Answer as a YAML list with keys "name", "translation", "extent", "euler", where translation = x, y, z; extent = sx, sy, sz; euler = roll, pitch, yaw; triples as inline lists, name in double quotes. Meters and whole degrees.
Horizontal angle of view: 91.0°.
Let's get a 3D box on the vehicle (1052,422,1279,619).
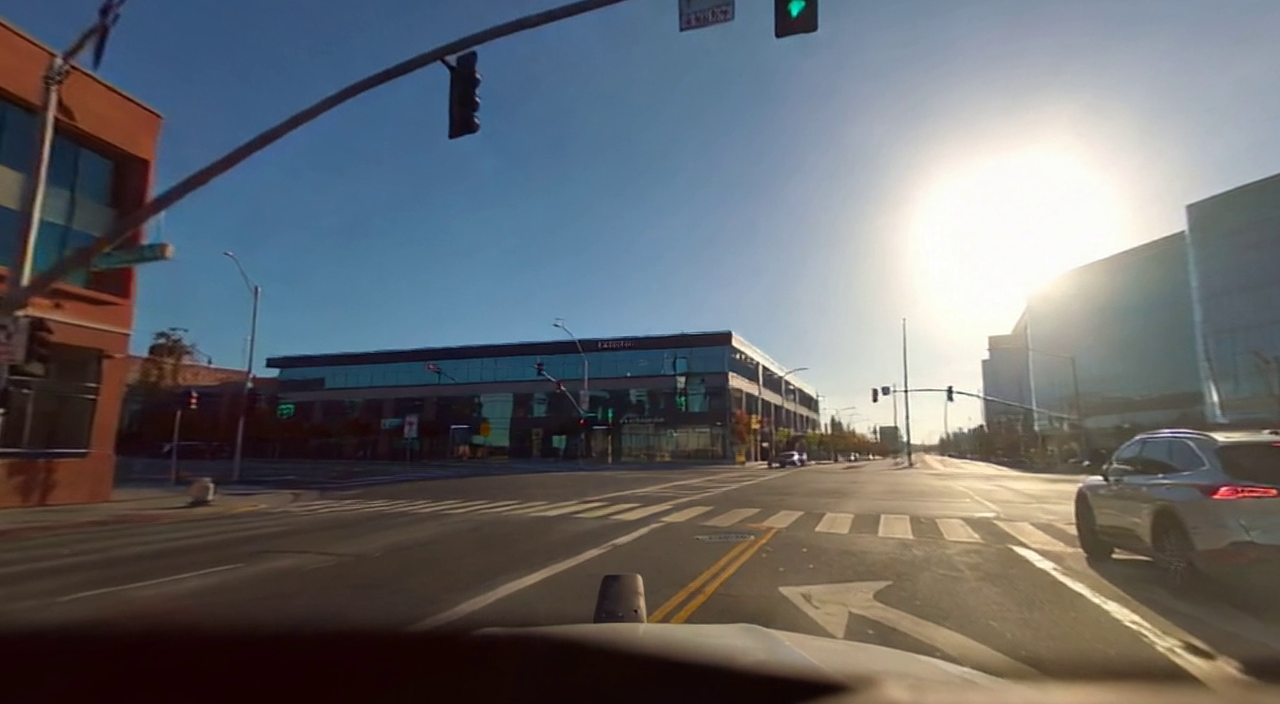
- name: "vehicle"
  translation: [6.413, 1.676, 7.081]
  extent: [2.067, 1.625, 4.073]
  euler: [-3, -9, 21]
